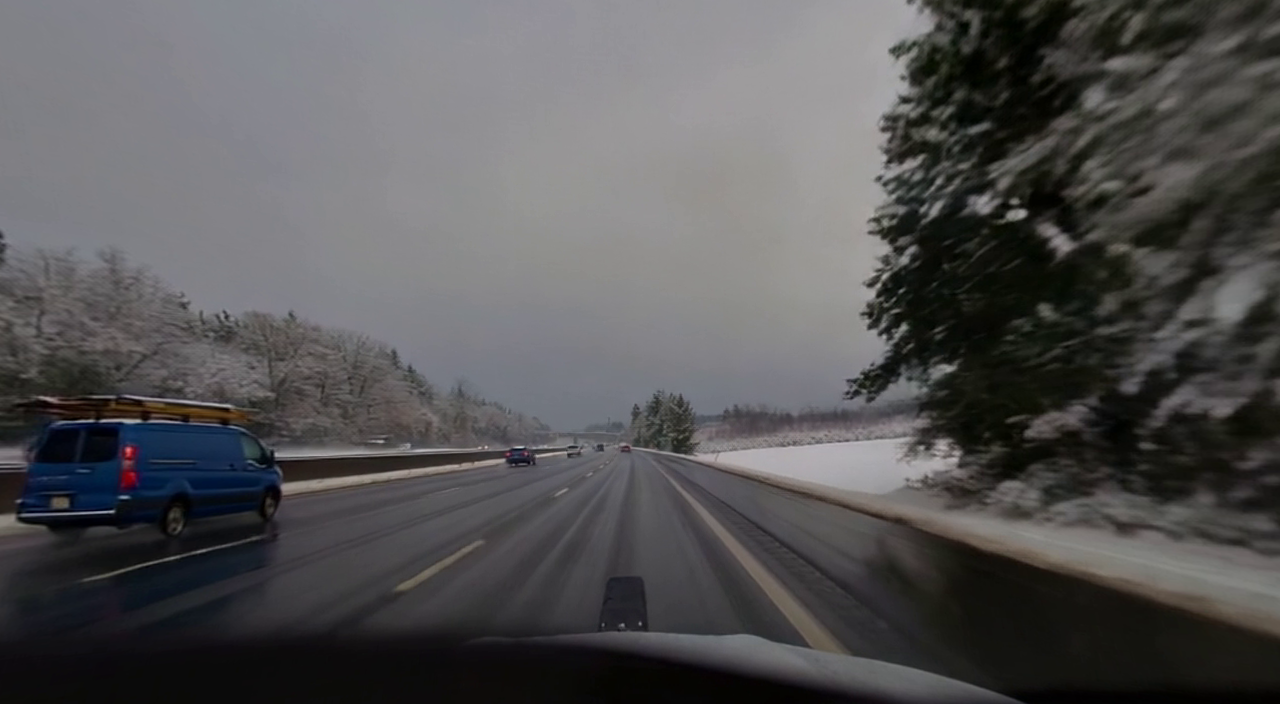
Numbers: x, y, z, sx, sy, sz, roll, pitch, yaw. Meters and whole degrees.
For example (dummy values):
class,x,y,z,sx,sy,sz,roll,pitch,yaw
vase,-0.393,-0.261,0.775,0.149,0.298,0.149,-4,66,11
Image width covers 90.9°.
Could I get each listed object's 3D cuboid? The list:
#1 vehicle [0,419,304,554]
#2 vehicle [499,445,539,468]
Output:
class,x,y,z,sx,sy,sz,roll,pitch,yaw
vehicle,-8.106,2.138,10.757,2.093,1.752,4.771,0,-9,0
vehicle,-8.395,7.298,44.239,1.958,1.499,4.437,0,-9,0
